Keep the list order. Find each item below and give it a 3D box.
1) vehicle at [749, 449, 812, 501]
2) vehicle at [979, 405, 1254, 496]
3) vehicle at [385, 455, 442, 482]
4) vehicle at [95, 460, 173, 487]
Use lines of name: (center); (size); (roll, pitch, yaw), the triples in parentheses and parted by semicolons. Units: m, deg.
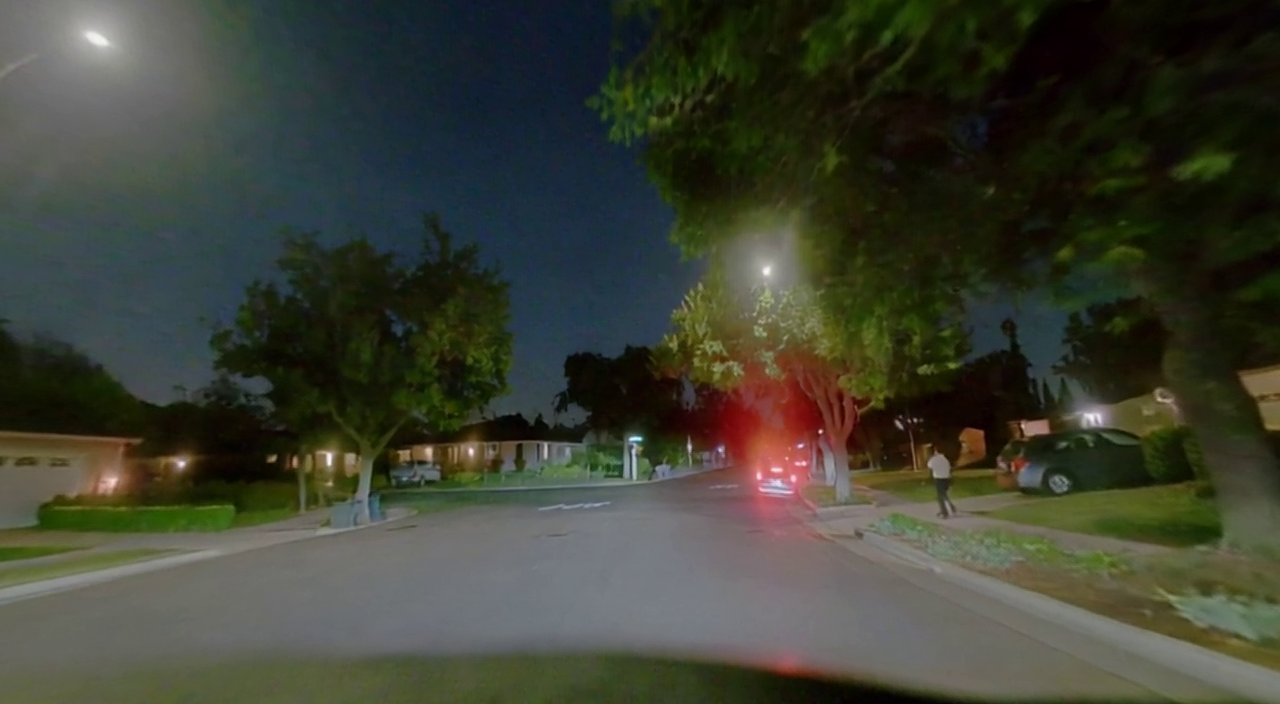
vehicle: (5.312, 4.561, 23.979); (2.053, 1.737, 4.375); (-2, -9, 12)
vehicle: (11.312, 2.385, 15.365); (4.780, 1.765, 2.103); (-4, -8, 3)
vehicle: (-16.499, 8.473, 46.234); (2.021, 1.798, 4.491); (-1, -8, 7)
vehicle: (-38.416, 9.223, 48.153); (2.206, 1.858, 4.918); (1, -10, -7)
